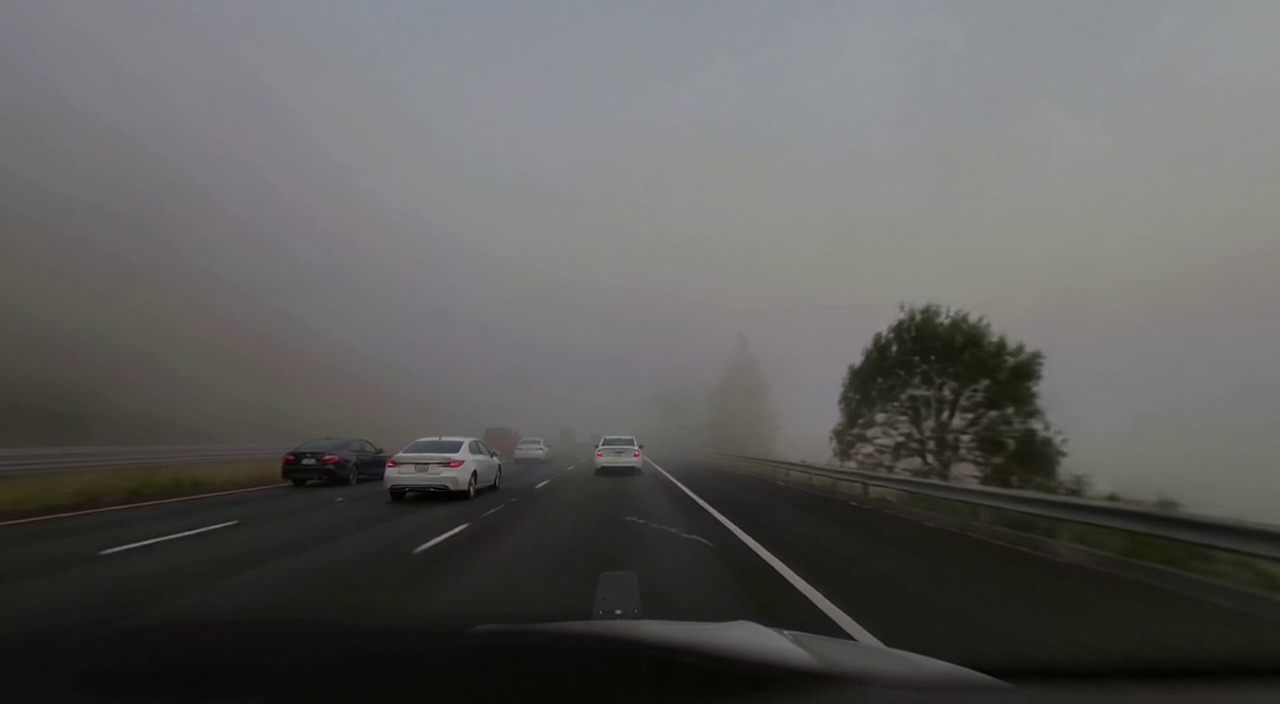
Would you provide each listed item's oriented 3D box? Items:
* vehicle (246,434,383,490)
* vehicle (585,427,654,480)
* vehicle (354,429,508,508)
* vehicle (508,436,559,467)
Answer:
[{"bbox_3d":[-9.226,3.109,18.247,1.850,1.439,3.932,0,-8,0],"label":"vehicle"},{"bbox_3d":[-0.697,3.505,21.995,2.178,1.658,3.916,0,-8,-1],"label":"vehicle"},{"bbox_3d":[-4.426,2.504,14.139,1.971,1.464,4.386,0,-8,0],"label":"vehicle"},{"bbox_3d":[-5.197,4.877,31.102,1.835,1.432,3.835,0,-8,0],"label":"vehicle"}]
